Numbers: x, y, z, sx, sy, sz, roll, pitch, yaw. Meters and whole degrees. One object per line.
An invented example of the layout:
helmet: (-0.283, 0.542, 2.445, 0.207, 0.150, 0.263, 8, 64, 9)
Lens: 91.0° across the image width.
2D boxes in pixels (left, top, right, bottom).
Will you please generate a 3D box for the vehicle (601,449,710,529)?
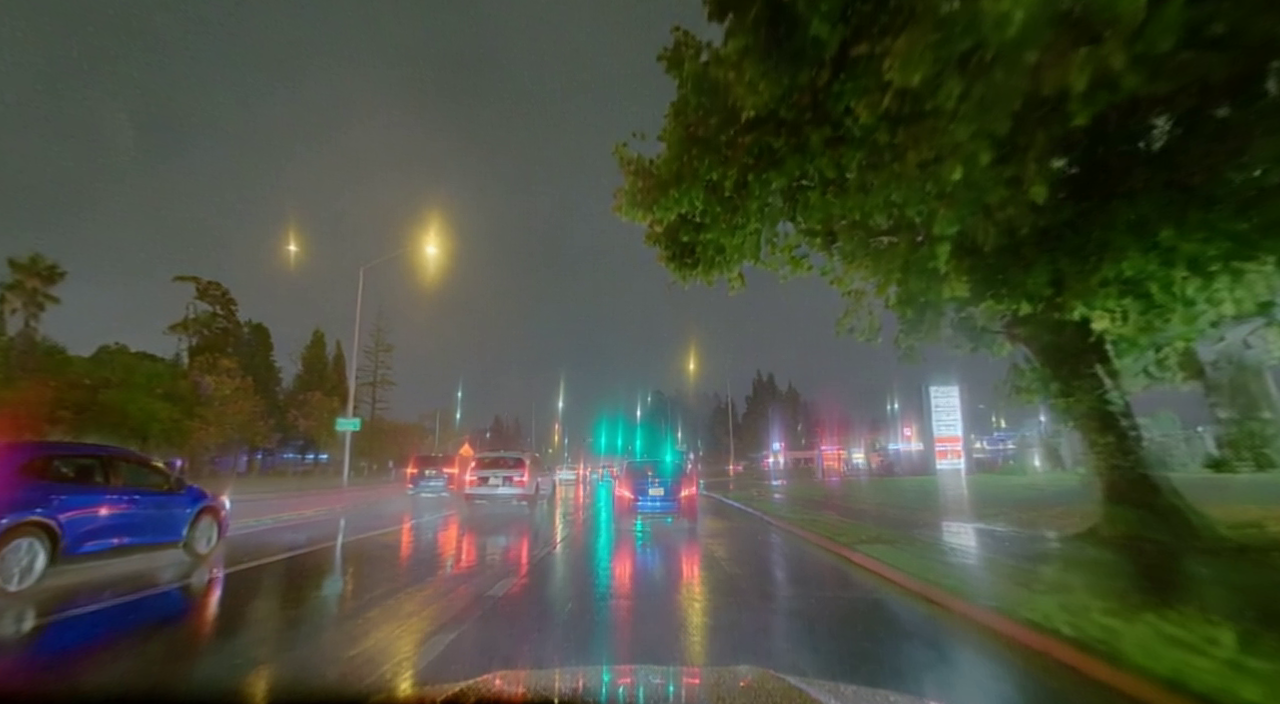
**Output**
vehicle: (0.334, 2.923, 14.064, 2.091, 1.494, 3.962, 0, -8, 1)

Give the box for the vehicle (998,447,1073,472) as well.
vehicle: (25.690, 6.944, 40.946, 3.796, 1.484, 1.723, -7, -12, 41)

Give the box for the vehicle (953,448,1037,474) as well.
vehicle: (22.470, 6.915, 39.946, 4.220, 1.550, 1.935, -10, -13, 43)

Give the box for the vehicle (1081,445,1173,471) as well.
vehicle: (30.576, 6.629, 39.623, 1.757, 1.496, 4.200, 7, -11, -42)

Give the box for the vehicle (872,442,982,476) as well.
vehicle: (18.231, 6.777, 40.237, 5.852, 1.962, 2.323, -7, -11, 41)

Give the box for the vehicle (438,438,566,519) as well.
vehicle: (-3.251, 3.075, 15.934, 2.055, 1.725, 4.732, 0, -8, 1)

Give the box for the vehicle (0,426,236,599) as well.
vehicle: (-7.156, 1.739, 7.358, 1.968, 1.657, 4.230, 0, -8, 1)
